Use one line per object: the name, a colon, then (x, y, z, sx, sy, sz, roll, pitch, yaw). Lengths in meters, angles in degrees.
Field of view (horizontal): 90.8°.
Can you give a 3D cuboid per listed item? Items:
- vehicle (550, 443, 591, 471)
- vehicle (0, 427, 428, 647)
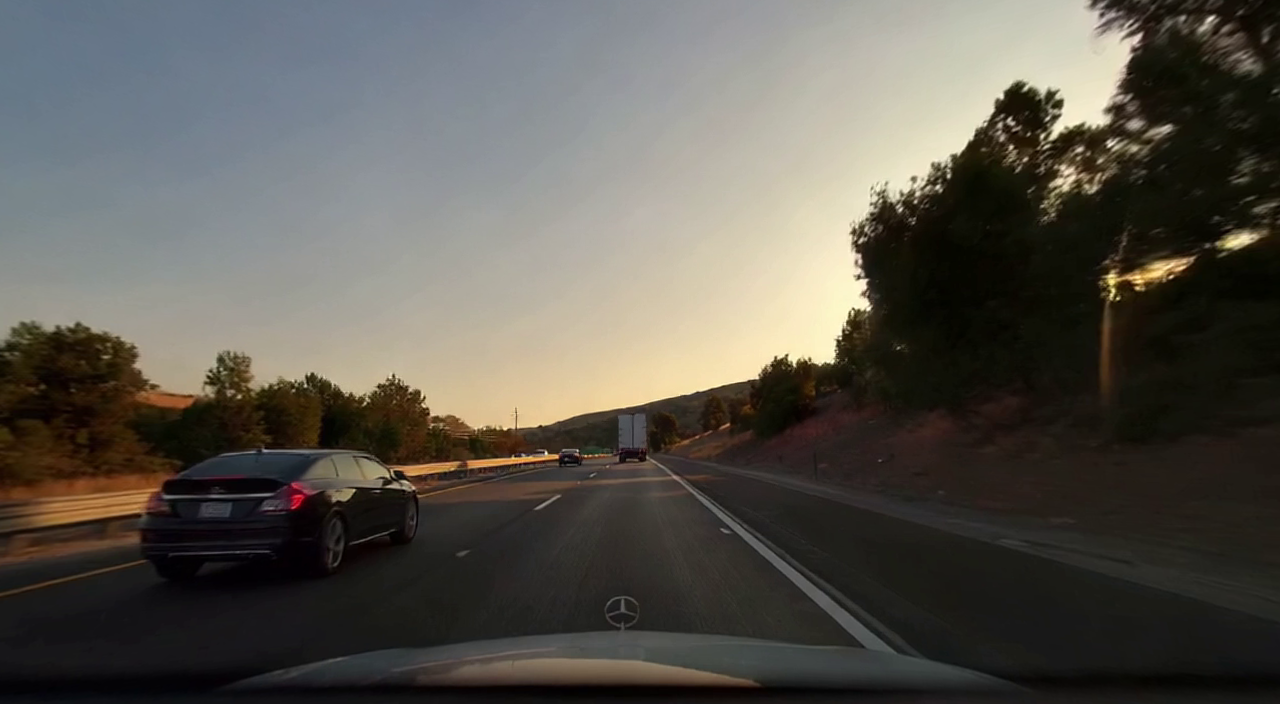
vehicle: (-4.357, 6.644, 39.989, 2.115, 1.668, 4.217, 0, -9, 0)
vehicle: (-3.892, 1.595, 6.481, 1.978, 1.507, 4.062, 0, -9, 0)
